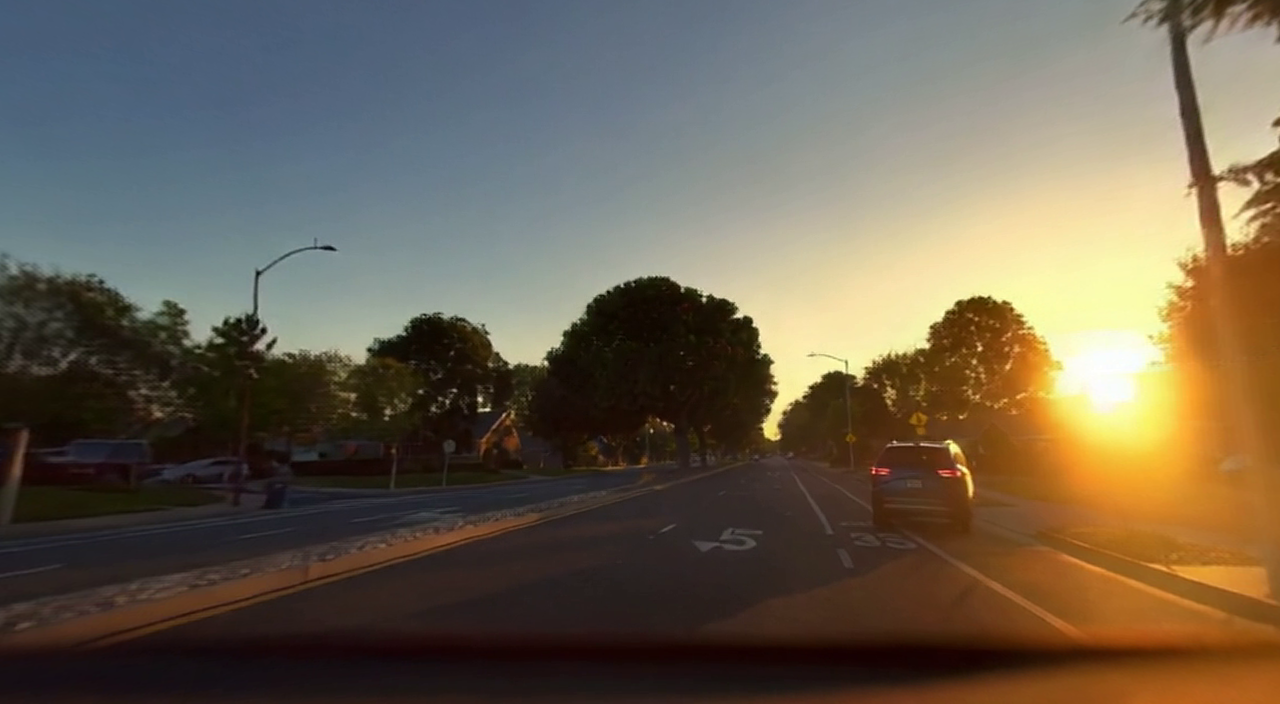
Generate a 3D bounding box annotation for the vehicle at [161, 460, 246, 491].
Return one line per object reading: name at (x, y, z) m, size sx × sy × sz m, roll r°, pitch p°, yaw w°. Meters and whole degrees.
vehicle at (-28.646, 8.117, 41.494) m, size 1.918 × 1.796 × 4.703 m, roll -1°, pitch -9°, yaw 6°

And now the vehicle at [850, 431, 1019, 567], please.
vehicle at (5.169, 2.284, 10.687) m, size 2.018 × 1.733 × 4.546 m, roll -5°, pitch -10°, yaw 31°

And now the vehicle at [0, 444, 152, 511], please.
vehicle at (-25.340, 5.504, 28.073) m, size 2.329 × 2.631 × 5.560 m, roll -2°, pitch -9°, yaw 5°
